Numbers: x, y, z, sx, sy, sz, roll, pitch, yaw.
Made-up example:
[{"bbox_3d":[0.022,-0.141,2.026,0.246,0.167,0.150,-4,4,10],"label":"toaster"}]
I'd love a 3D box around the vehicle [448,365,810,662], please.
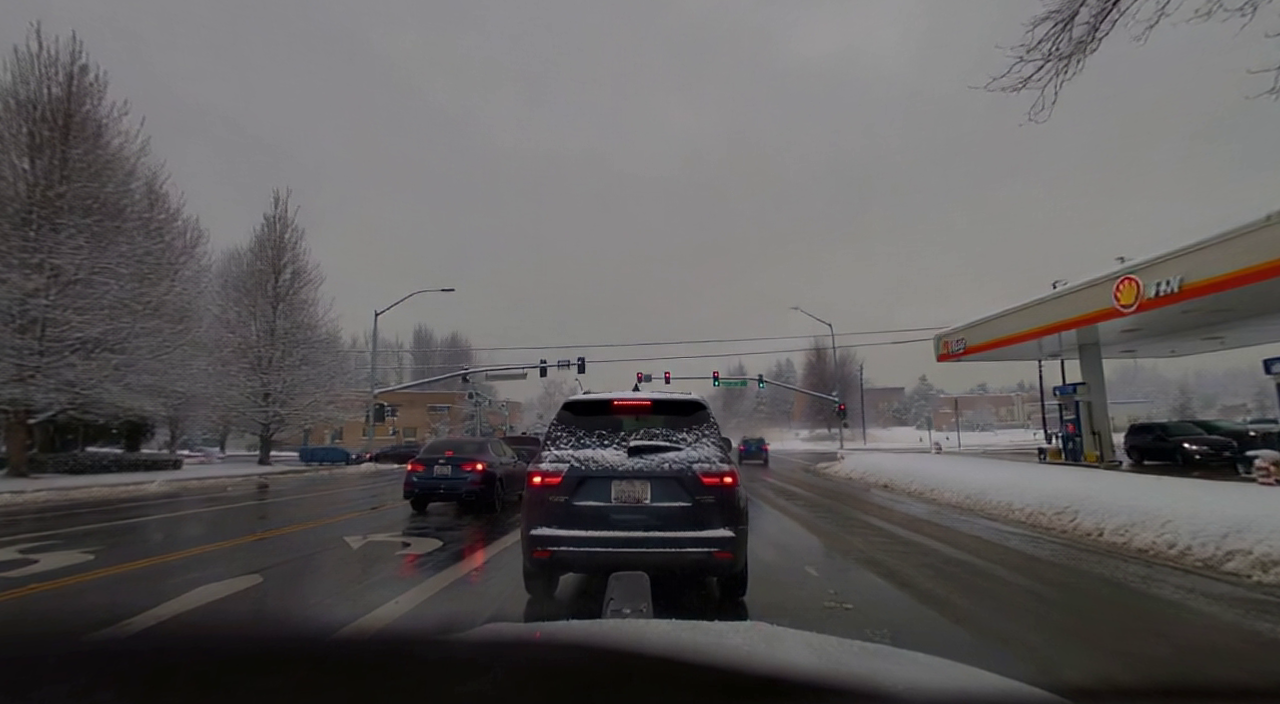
[{"bbox_3d":[0.010,1.318,6.132,2.236,1.819,4.291,0,-9,2],"label":"vehicle"}]

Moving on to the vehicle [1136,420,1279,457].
[{"bbox_3d":[25.933,3.972,28.801,4.551,1.616,1.973,-2,-9,11],"label":"vehicle"}]

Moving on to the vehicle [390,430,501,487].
[{"bbox_3d":[-6.662,3.707,22.181,2.065,1.753,4.525,-1,-9,6],"label":"vehicle"}]
